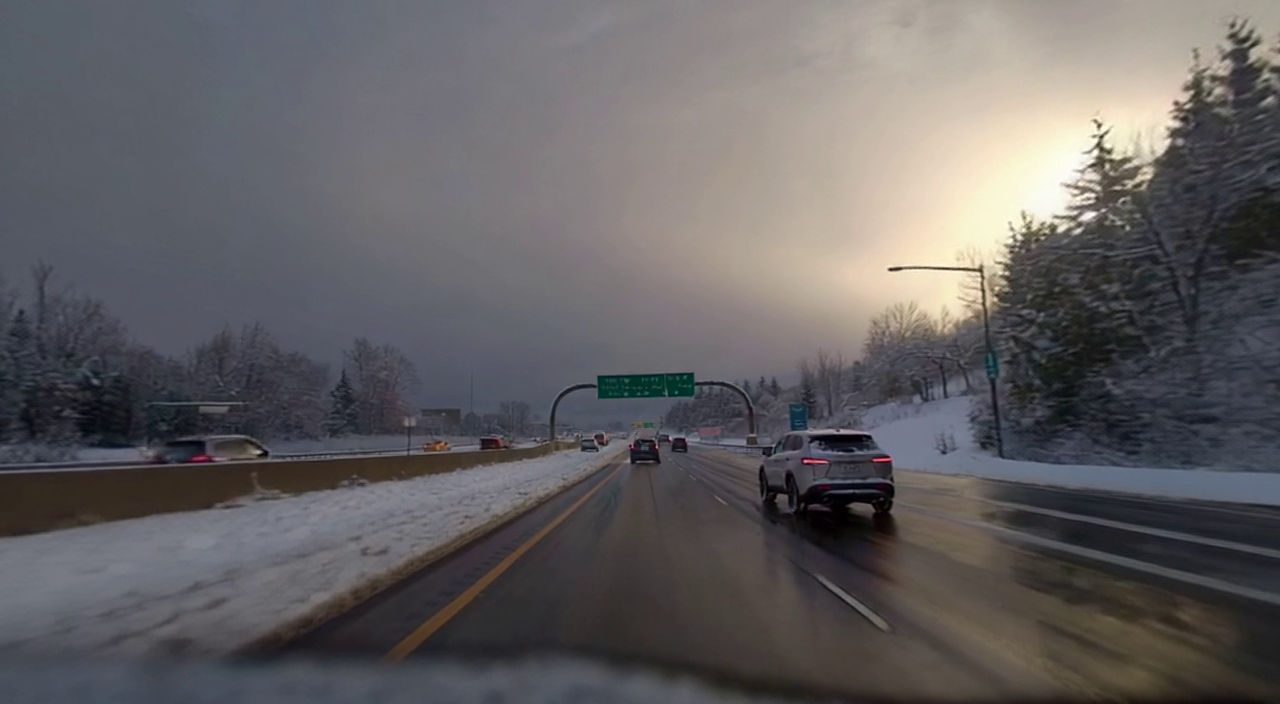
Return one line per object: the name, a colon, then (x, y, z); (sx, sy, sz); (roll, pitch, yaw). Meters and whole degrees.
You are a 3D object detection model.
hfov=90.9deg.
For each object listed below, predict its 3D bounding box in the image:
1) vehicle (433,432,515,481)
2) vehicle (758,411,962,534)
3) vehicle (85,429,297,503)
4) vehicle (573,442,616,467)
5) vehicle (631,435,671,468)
vehicle: (-6.220, 3.968, 24.163); (1.946, 1.688, 4.019); (0, -8, 1)
vehicle: (3.708, 2.129, 11.737); (2.083, 1.823, 4.627); (0, -8, 0)
vehicle: (-11.890, 3.038, 17.323); (2.076, 1.701, 5.093); (0, -8, 0)
vehicle: (-2.680, 6.177, 38.103); (2.205, 1.406, 4.286); (0, -8, 1)
vehicle: (0.662, 5.589, 35.594); (2.133, 1.739, 3.925); (0, -8, 2)
